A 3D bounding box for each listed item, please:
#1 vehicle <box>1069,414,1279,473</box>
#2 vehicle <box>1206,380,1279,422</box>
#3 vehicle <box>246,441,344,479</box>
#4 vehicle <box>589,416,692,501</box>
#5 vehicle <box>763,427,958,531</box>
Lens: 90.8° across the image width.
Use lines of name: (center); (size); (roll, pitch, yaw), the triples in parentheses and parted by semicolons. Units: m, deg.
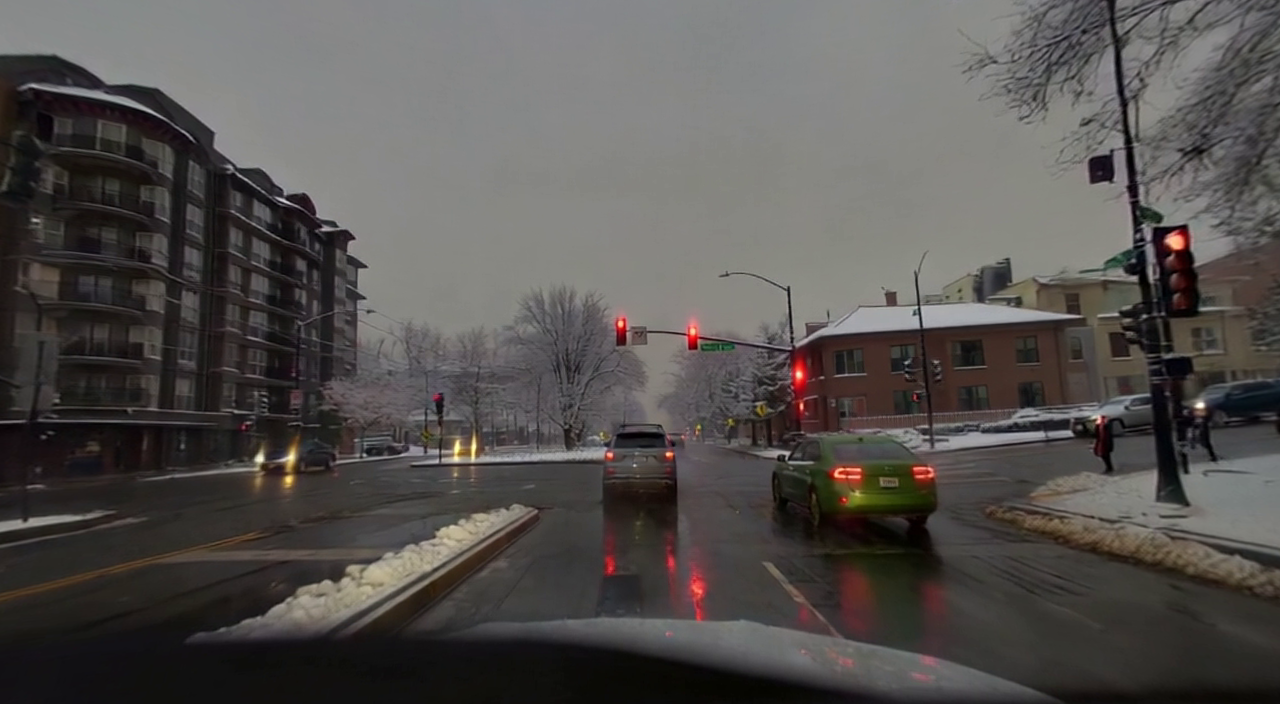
vehicle: (14.231, 2.419, 16.715); (4.354, 1.466, 1.863); (0, -9, 1)
vehicle: (26.630, 2.064, 26.327); (4.287, 1.639, 1.729); (0, -9, 1)
vehicle: (-16.816, 5.261, 31.150); (2.132, 1.710, 4.504); (0, -9, 2)
vehicle: (0.071, 2.570, 15.475); (2.168, 1.776, 4.135); (0, -9, 2)
vehicle: (3.745, 2.242, 11.745); (1.987, 1.538, 4.510); (0, -9, 0)
